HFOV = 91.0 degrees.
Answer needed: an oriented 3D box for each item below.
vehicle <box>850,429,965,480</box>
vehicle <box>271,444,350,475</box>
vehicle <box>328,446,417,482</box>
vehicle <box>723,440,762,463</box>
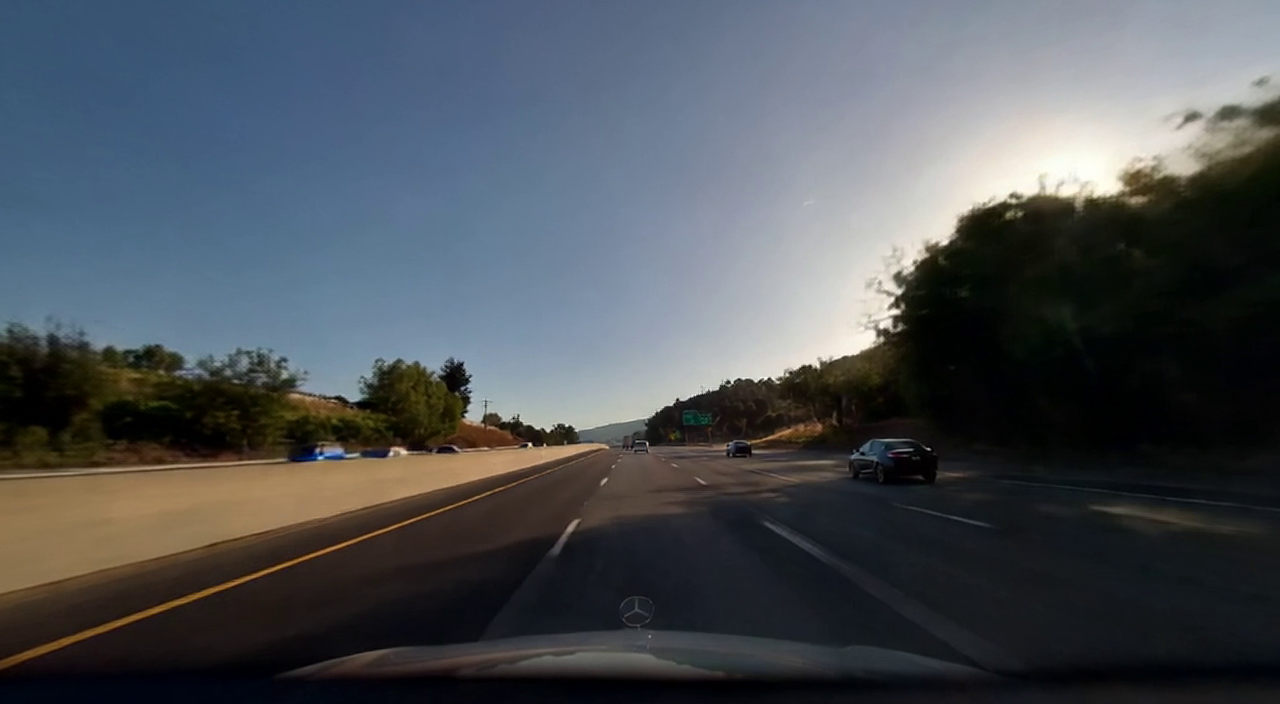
[{"bbox_3d":[11.127,4.321,26.782,2.387,1.936,5.646,0,-9,0],"label":"vehicle"},{"bbox_3d":[-20.706,6.761,39.852,2.032,1.777,5.300,0,-9,1],"label":"vehicle"},{"bbox_3d":[-12.824,5.403,30.638,2.184,1.581,4.768,0,-9,1],"label":"vehicle"},{"bbox_3d":[7.540,7.358,46.683,2.053,1.553,4.463,0,-9,-1],"label":"vehicle"}]
